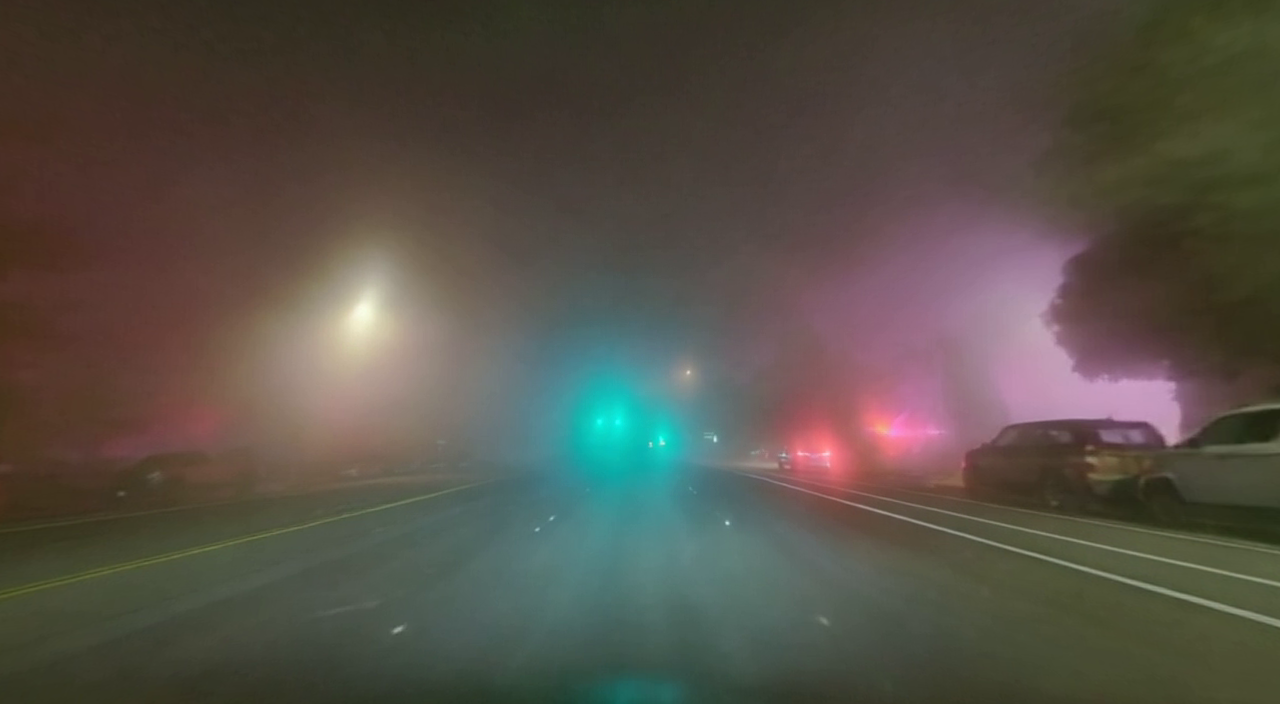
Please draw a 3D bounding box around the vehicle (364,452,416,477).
[{"bbox_3d":[-16.974,7.638,43.014,1.807,1.466,4.693,-1,-8,-2],"label":"vehicle"}]

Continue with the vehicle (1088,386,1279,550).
[{"bbox_3d":[9.515,1.609,8.787,2.115,2.151,5.826,0,-9,-1],"label":"vehicle"}]

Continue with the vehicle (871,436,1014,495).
[{"bbox_3d":[9.899,3.759,21.283,2.159,1.734,5.384,0,-9,0],"label":"vehicle"}]

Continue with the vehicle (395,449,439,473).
[{"bbox_3d":[-17.150,8.385,48.713,1.859,1.694,4.638,-1,-8,-3],"label":"vehicle"}]

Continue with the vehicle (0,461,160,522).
[{"bbox_3d":[-17.029,4.066,18.845,1.740,1.442,4.678,-1,-8,-1],"label":"vehicle"}]

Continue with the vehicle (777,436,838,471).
[{"bbox_3d":[10.023,6.116,38.220,2.091,1.962,5.091,1,-9,-2],"label":"vehicle"}]

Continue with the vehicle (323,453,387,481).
[{"bbox_3d":[-16.991,6.866,37.804,1.891,1.474,4.437,-1,-8,-2],"label":"vehicle"}]

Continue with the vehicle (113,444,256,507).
[{"bbox_3d":[-17.059,4.565,23.967,2.046,1.945,4.688,-1,-7,-2],"label":"vehicle"}]
